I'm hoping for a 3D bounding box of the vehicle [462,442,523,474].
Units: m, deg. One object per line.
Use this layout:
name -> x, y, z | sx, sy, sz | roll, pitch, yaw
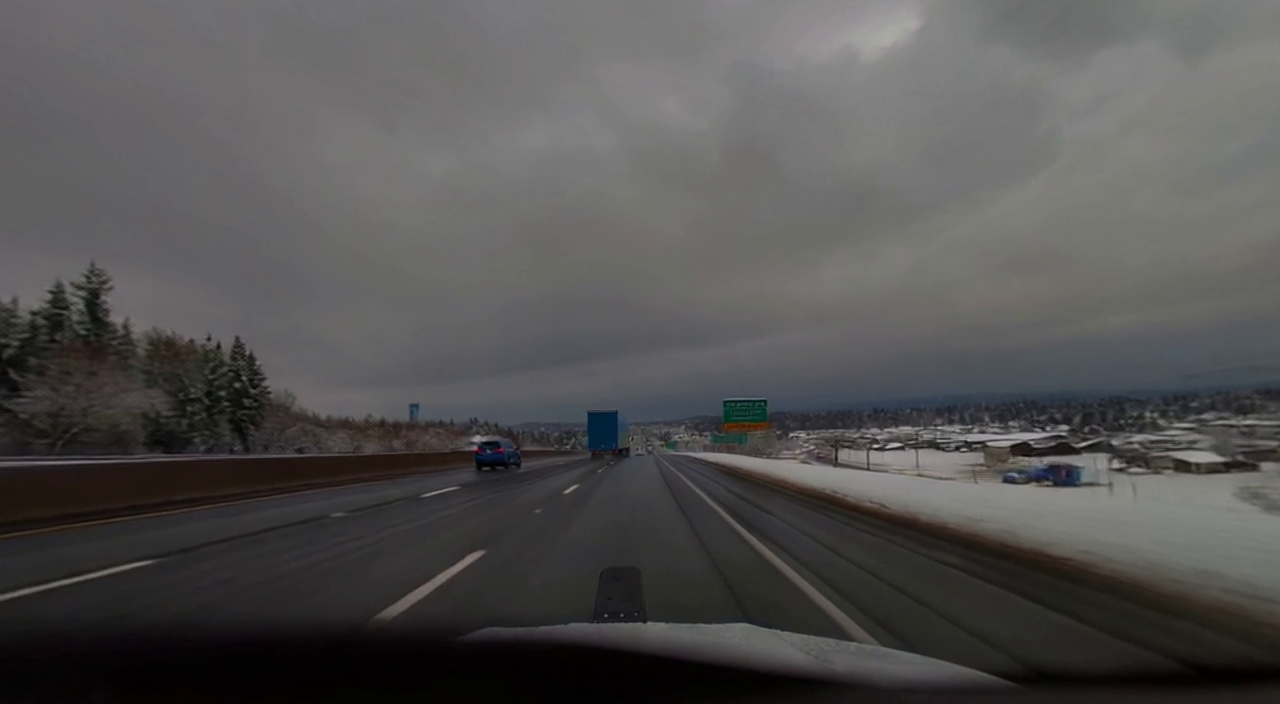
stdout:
vehicle -> -7.452, 5.391, 32.190 | 1.901, 1.467, 4.629 | -1, -8, 2
